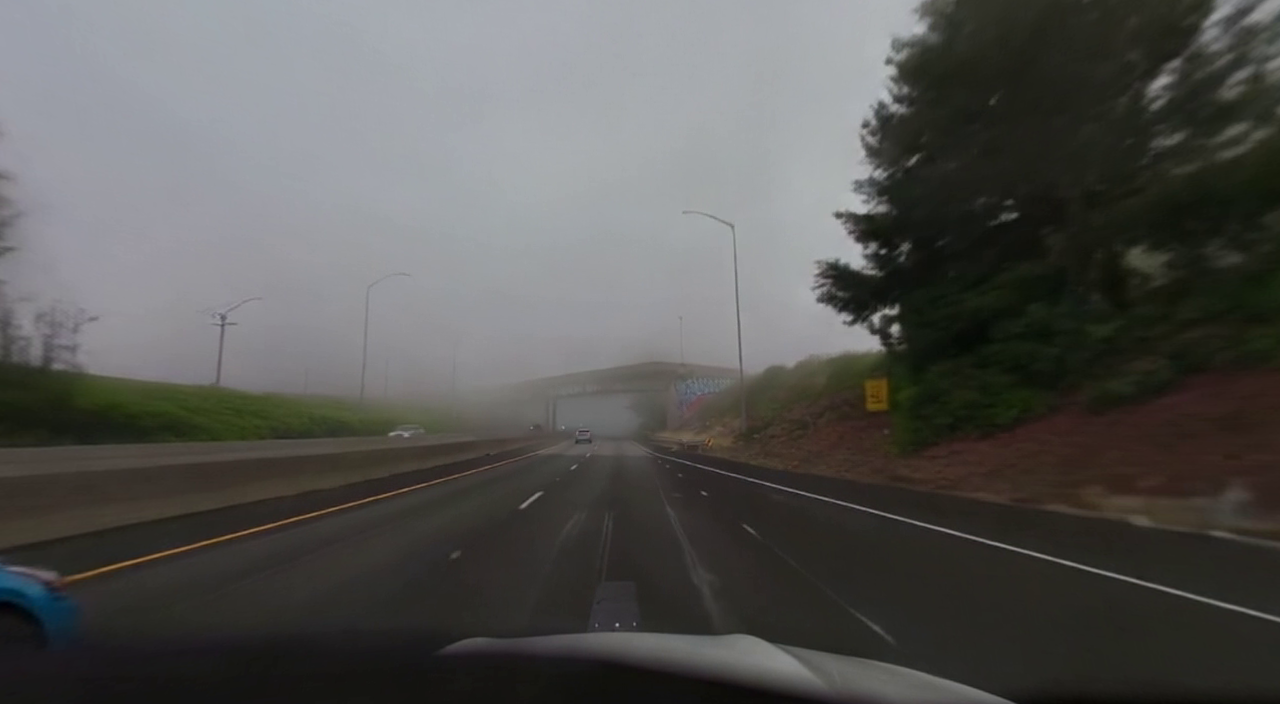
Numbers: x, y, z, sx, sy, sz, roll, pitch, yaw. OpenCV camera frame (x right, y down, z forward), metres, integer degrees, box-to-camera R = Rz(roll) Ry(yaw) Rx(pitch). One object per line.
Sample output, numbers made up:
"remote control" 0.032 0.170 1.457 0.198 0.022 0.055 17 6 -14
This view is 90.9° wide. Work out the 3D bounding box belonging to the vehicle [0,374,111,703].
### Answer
"vehicle" -3.426 0.612 0.459 2.108 1.555 4.574 0 -8 0
